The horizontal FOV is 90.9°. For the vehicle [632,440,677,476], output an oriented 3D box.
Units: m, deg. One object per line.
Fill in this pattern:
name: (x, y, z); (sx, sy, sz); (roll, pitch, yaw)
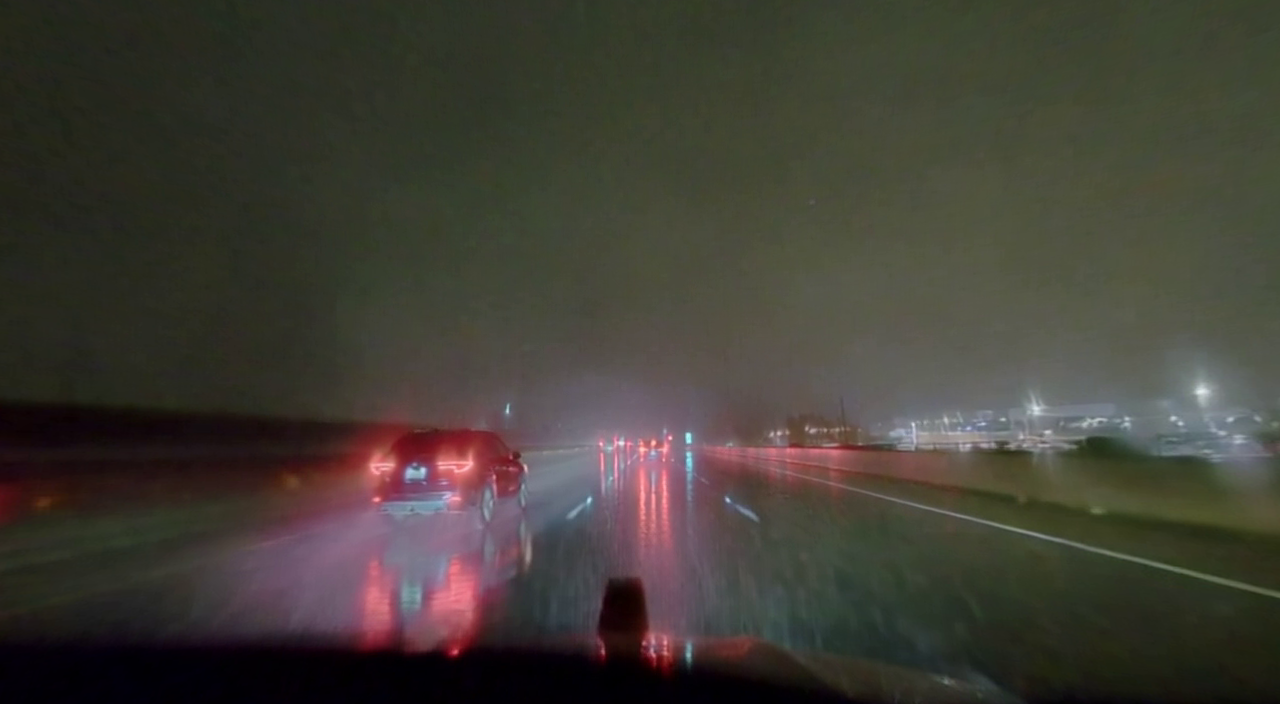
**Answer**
vehicle: (0.660, 4.986, 29.892); (2.000, 1.558, 3.945); (0, -8, 0)

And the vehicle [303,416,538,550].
vehicle: (-3.293, 2.087, 10.751); (2.239, 1.761, 4.620); (0, -8, 2)
